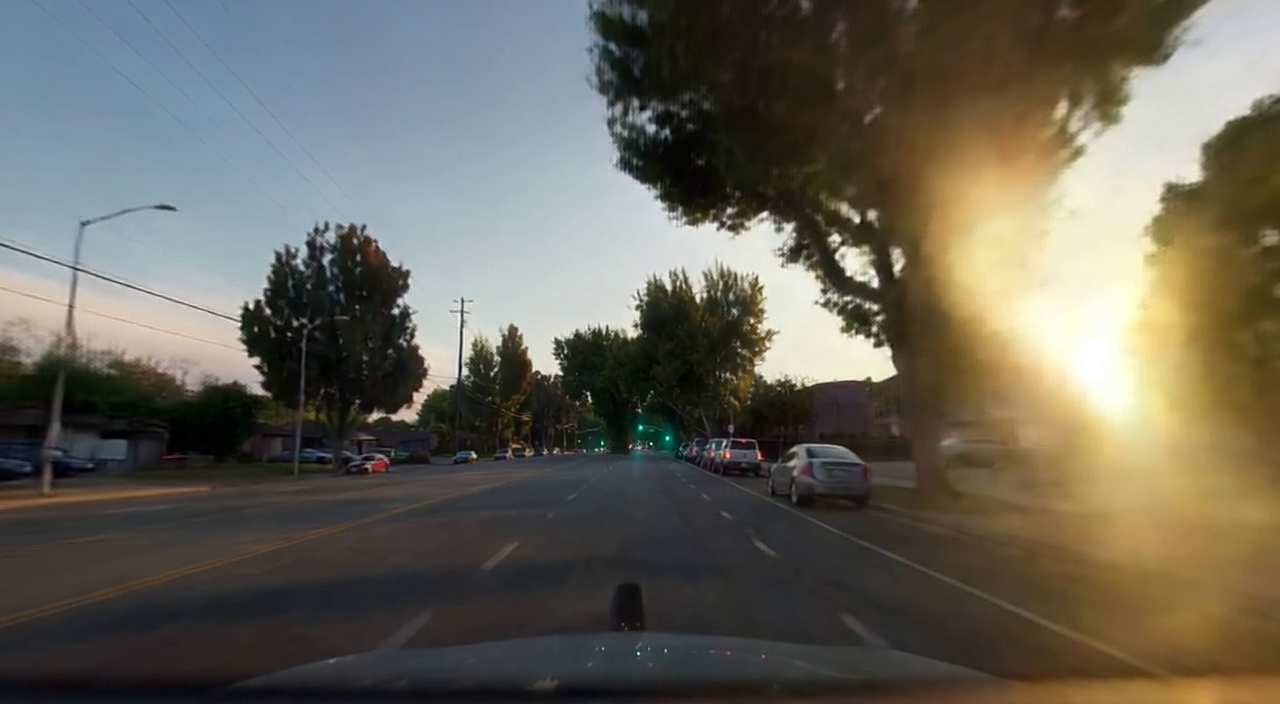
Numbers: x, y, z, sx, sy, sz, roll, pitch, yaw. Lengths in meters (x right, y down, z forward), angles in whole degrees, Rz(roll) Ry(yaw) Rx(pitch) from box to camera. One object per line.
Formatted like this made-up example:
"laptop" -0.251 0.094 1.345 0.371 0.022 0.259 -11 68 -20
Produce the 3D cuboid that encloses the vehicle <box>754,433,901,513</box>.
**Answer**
"vehicle" 4.558 3.019 16.325 2.154 1.718 4.980 0 -9 -1

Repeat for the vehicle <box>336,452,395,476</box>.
"vehicle" -17.705 7.225 40.972 1.831 1.428 4.456 0 -9 0

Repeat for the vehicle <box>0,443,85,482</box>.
"vehicle" -28.907 5.116 29.455 4.044 1.719 2.074 0 -9 1

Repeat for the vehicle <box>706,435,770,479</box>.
"vehicle" 4.426 4.865 29.463 2.078 1.837 5.088 0 -9 -1

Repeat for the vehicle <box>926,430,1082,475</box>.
"vehicle" 15.861 4.410 27.776 2.145 1.761 5.446 8 -12 -43
